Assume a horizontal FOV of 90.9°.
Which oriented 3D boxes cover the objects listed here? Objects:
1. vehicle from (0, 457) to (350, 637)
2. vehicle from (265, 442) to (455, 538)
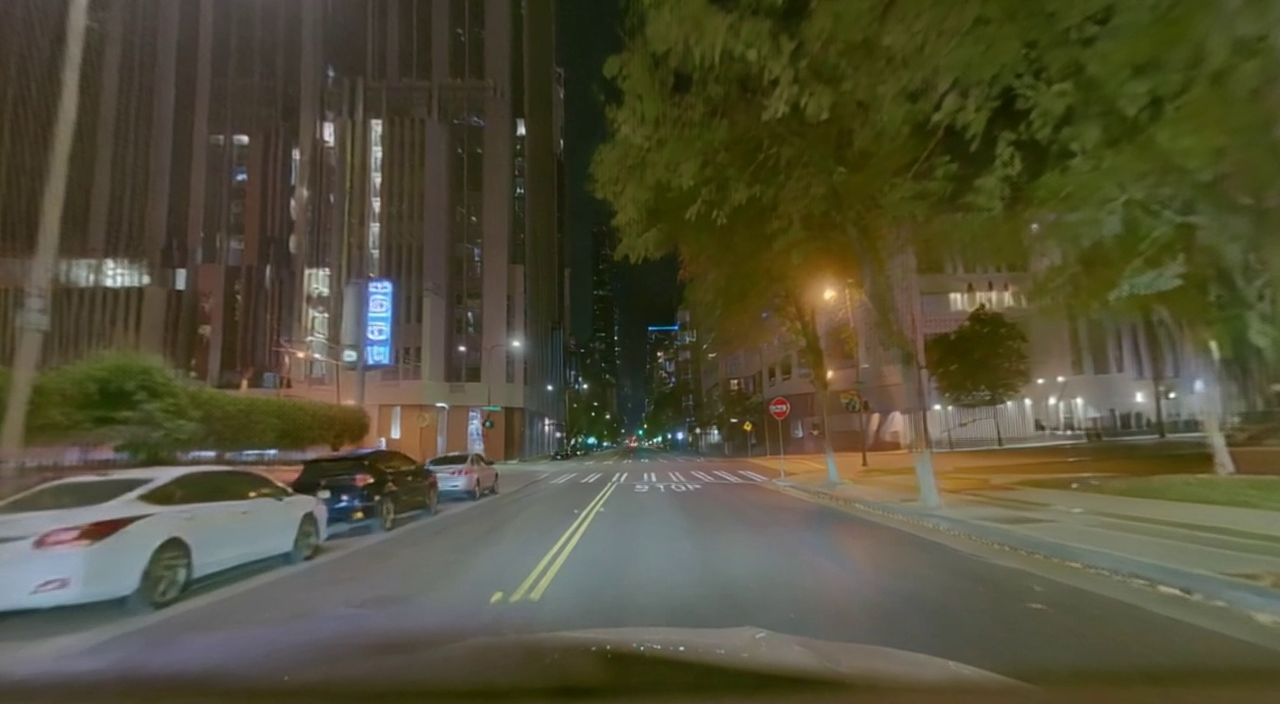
[{"bbox_3d":[-5.672,2.036,7.644,2.131,1.407,4.547,0,-8,0],"label":"vehicle"},{"bbox_3d":[-5.546,2.737,13.282,1.901,1.631,4.570,0,-8,0],"label":"vehicle"}]
